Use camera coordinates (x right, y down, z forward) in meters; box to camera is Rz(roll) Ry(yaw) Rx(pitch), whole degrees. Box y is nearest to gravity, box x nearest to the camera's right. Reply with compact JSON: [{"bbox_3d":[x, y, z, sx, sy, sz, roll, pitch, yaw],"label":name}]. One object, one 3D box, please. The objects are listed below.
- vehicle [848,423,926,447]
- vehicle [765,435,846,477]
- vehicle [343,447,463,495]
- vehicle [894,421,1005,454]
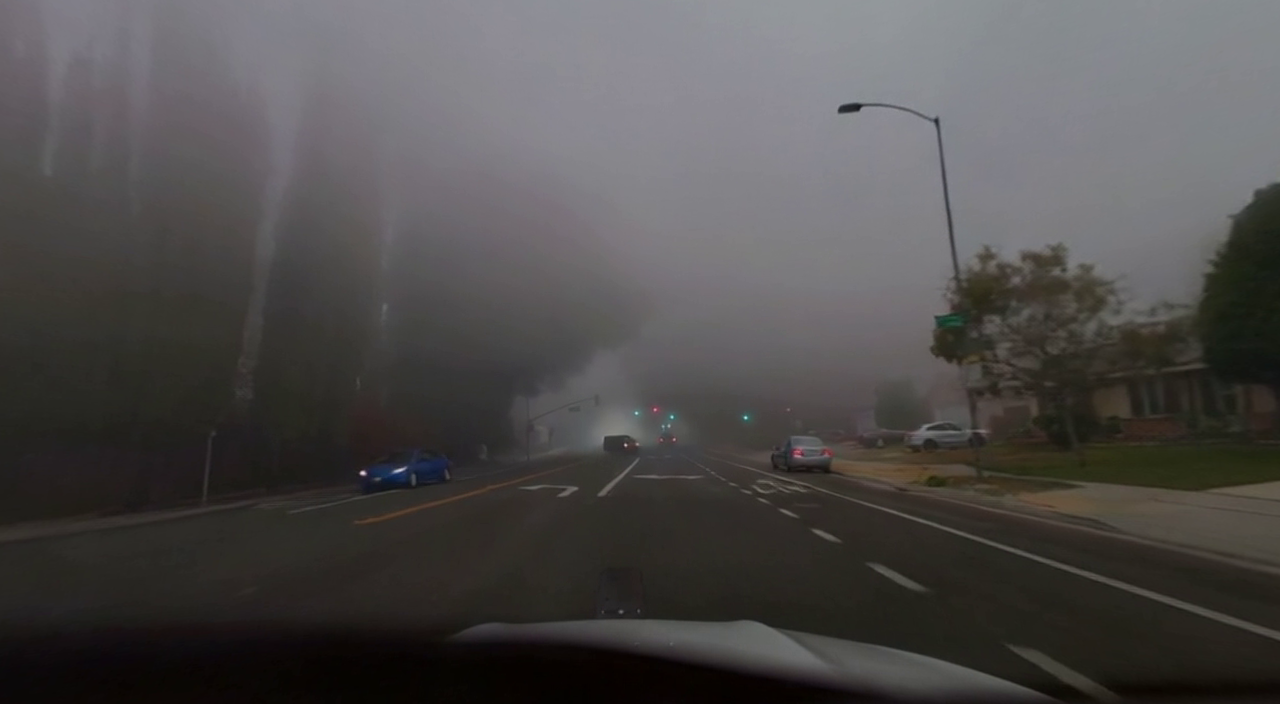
[{"bbox_3d":[15.694,5.299,40.248,4.210,1.474,1.799,-1,-8,3],"label":"vehicle"},{"bbox_3d":[6.141,3.909,24.023,1.917,1.440,4.335,0,-8,0],"label":"vehicle"},{"bbox_3d":[-8.391,4.213,22.917,2.067,1.491,4.807,-1,-8,6],"label":"vehicle"},{"bbox_3d":[14.393,4.000,29.593,4.164,1.470,1.921,0,-7,4],"label":"vehicle"}]
